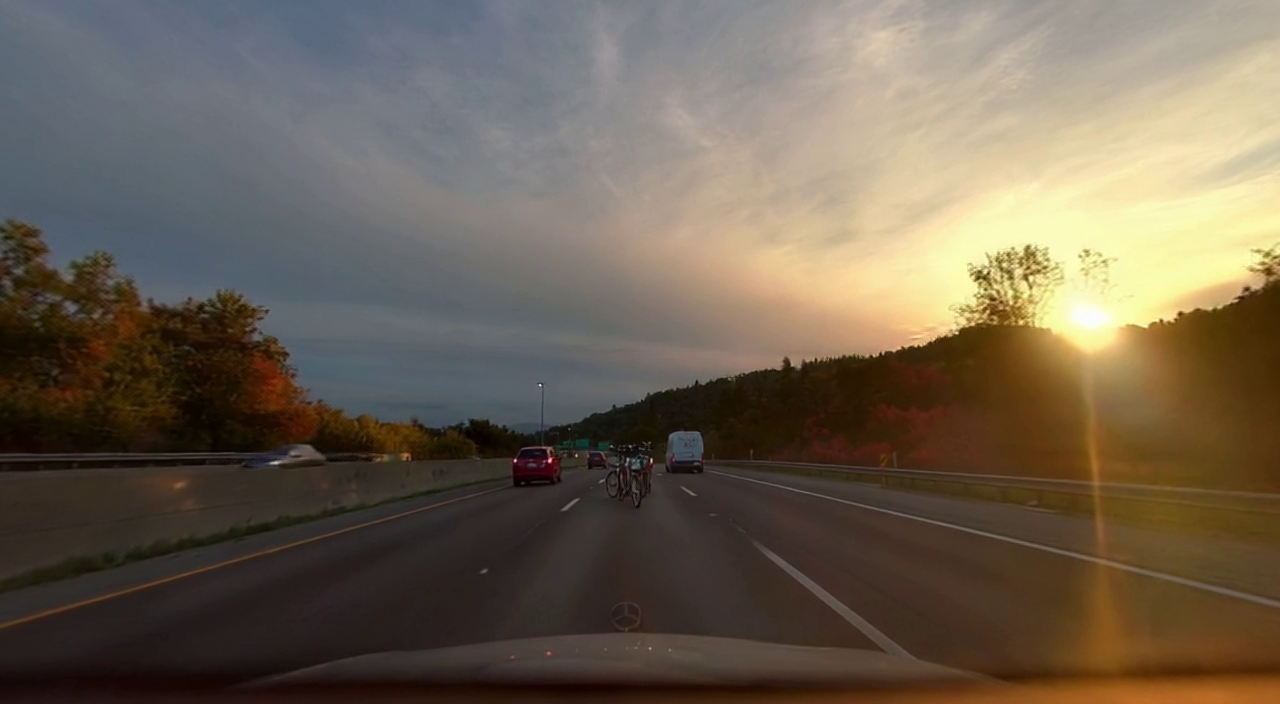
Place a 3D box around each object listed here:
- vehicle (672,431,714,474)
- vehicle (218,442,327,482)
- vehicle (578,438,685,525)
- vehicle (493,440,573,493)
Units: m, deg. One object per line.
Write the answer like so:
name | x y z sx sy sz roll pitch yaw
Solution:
vehicle | 3.452 6.709 42.160 2.234 2.679 5.372 0 -9 -1
vehicle | -15.674 4.720 27.247 1.985 1.562 4.522 0 -9 0
vehicle | -0.142 2.673 13.442 1.973 1.574 3.426 0 -9 1
vehicle | -3.707 4.074 22.729 1.985 1.671 4.604 0 -9 1
